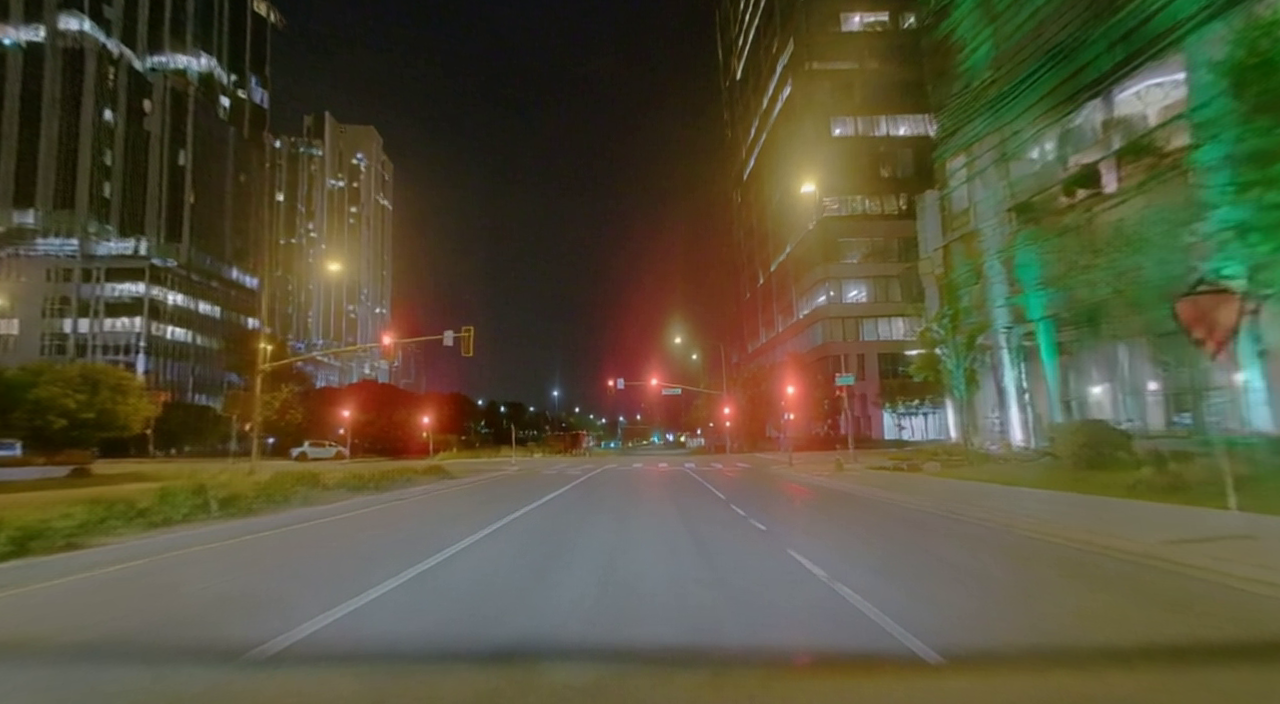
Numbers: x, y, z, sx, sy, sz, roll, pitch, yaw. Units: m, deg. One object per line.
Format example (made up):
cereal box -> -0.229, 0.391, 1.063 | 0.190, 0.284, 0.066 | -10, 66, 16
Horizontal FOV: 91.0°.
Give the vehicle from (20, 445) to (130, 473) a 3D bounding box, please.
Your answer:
vehicle -> -32.076, 6.094, 35.956 | 1.852, 1.485, 4.683 | 0, -9, 1
